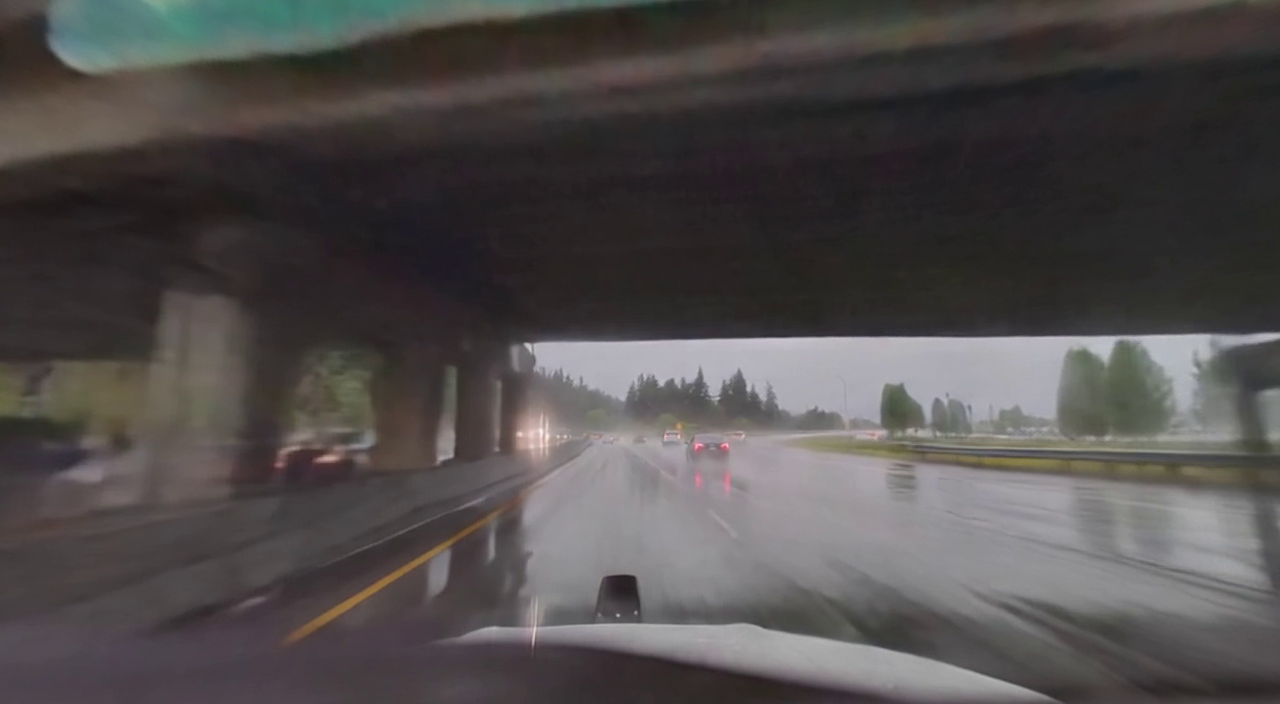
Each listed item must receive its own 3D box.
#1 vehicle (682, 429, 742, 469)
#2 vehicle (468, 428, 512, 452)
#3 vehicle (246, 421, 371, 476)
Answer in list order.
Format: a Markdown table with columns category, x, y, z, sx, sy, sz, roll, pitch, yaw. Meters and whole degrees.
| category | x | y | z | sx | sy | sz | roll | pitch | yaw |
| --- | --- | --- | --- | --- | --- | --- | --- | --- | --- |
| vehicle | 3.006 | 4.102 | 26.957 | 1.938 | 1.578 | 3.764 | 0 | -8 | -3 |
| vehicle | -10.016 | 5.932 | 42.449 | 2.011 | 1.519 | 4.508 | 0 | -8 | -2 |
| vehicle | -9.514 | 2.794 | 18.468 | 1.729 | 1.450 | 3.703 | 0 | -8 | -2 |
